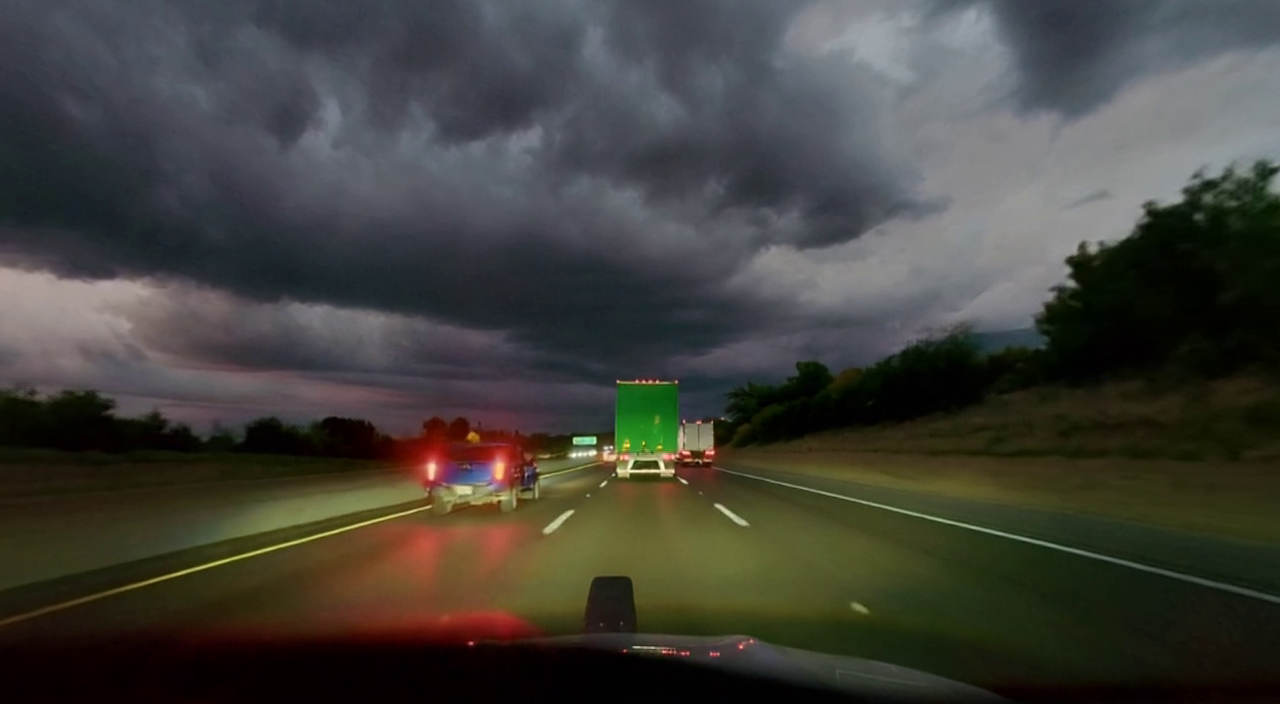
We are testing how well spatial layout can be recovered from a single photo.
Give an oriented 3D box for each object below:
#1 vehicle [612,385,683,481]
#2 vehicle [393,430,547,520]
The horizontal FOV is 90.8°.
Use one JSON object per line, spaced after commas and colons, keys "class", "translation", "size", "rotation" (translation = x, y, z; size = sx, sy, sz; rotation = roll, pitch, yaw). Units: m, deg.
{"class": "vehicle", "translation": [0.329, 4.257, 32.126], "size": [2.932, 4.042, 11.054], "rotation": [0, -9, 0]}
{"class": "vehicle", "translation": [-3.530, 2.662, 14.129], "size": [2.173, 1.657, 4.401], "rotation": [0, -9, 1]}
